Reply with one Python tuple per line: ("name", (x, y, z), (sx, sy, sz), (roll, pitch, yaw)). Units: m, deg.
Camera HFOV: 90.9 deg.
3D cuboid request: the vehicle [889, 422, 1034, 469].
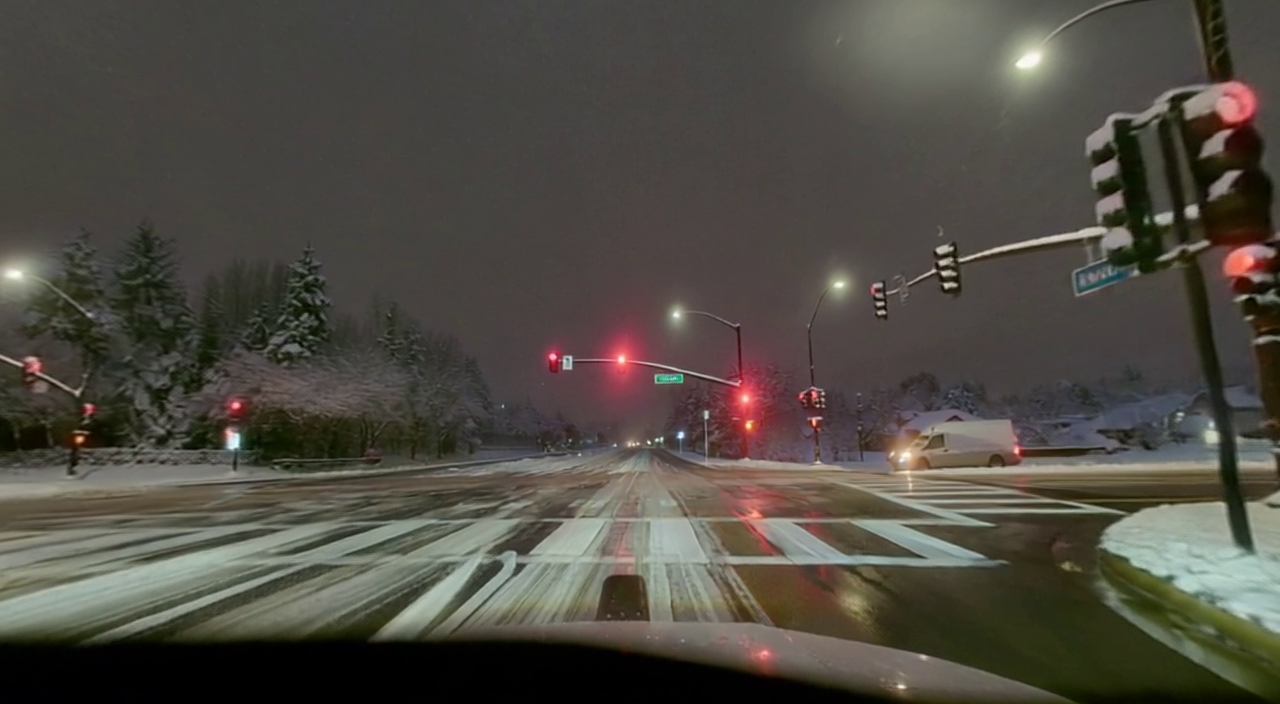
("vehicle", (12.964, 3.802, 25.636), (4.790, 1.798, 1.909), (0, -8, 1))
